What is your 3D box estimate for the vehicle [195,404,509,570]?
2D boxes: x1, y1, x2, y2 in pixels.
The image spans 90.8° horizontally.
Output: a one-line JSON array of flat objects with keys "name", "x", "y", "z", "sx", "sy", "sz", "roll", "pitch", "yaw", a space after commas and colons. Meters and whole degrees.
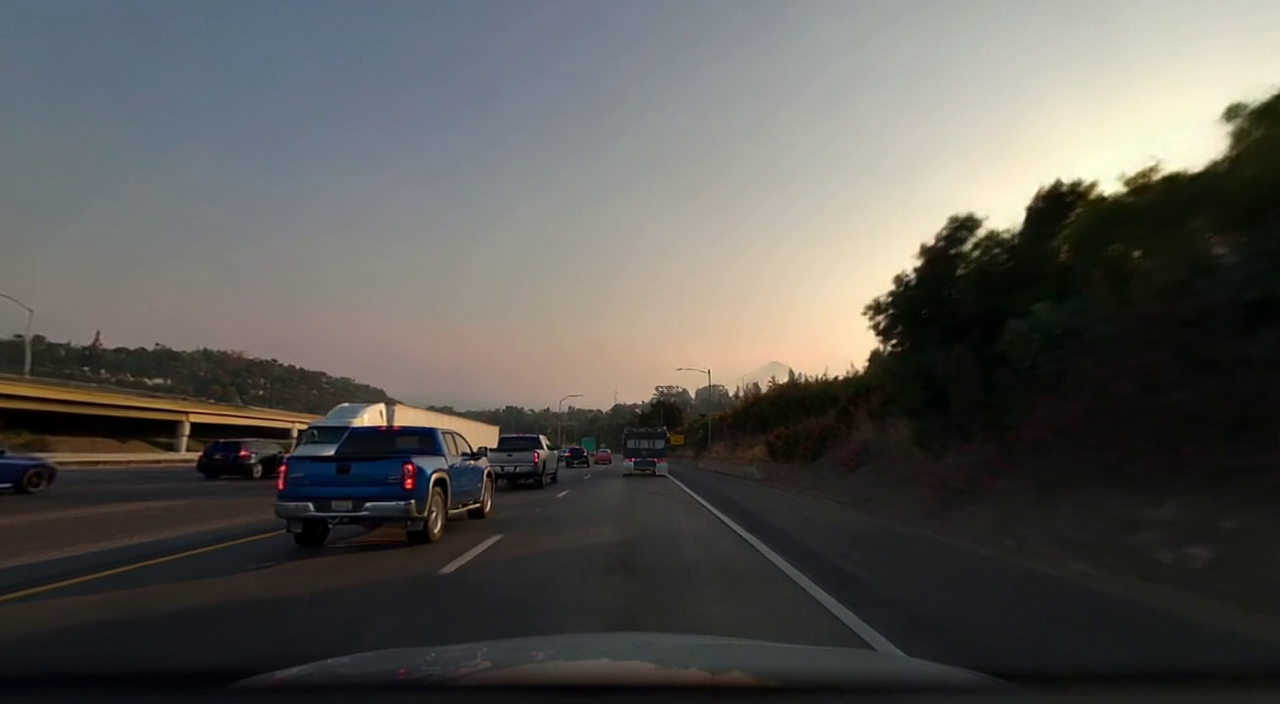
[{"name": "vehicle", "x": -3.747, "y": 1.877, "z": 9.637, "sx": 2.303, "sy": 1.835, "sz": 5.044, "roll": -1, "pitch": -8, "yaw": 1}]

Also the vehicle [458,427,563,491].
[{"name": "vehicle", "x": -4.423, "y": 3.786, "z": 22.758, "sx": 2.575, "sy": 1.958, "sz": 5.730, "roll": 0, "pitch": -8, "yaw": 0}]

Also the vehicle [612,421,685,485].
[{"name": "vehicle", "x": 0.227, "y": 4.574, "z": 28.967, "sx": 2.886, "sy": 2.471, "sz": 7.692, "roll": 0, "pitch": -8, "yaw": -1}]
